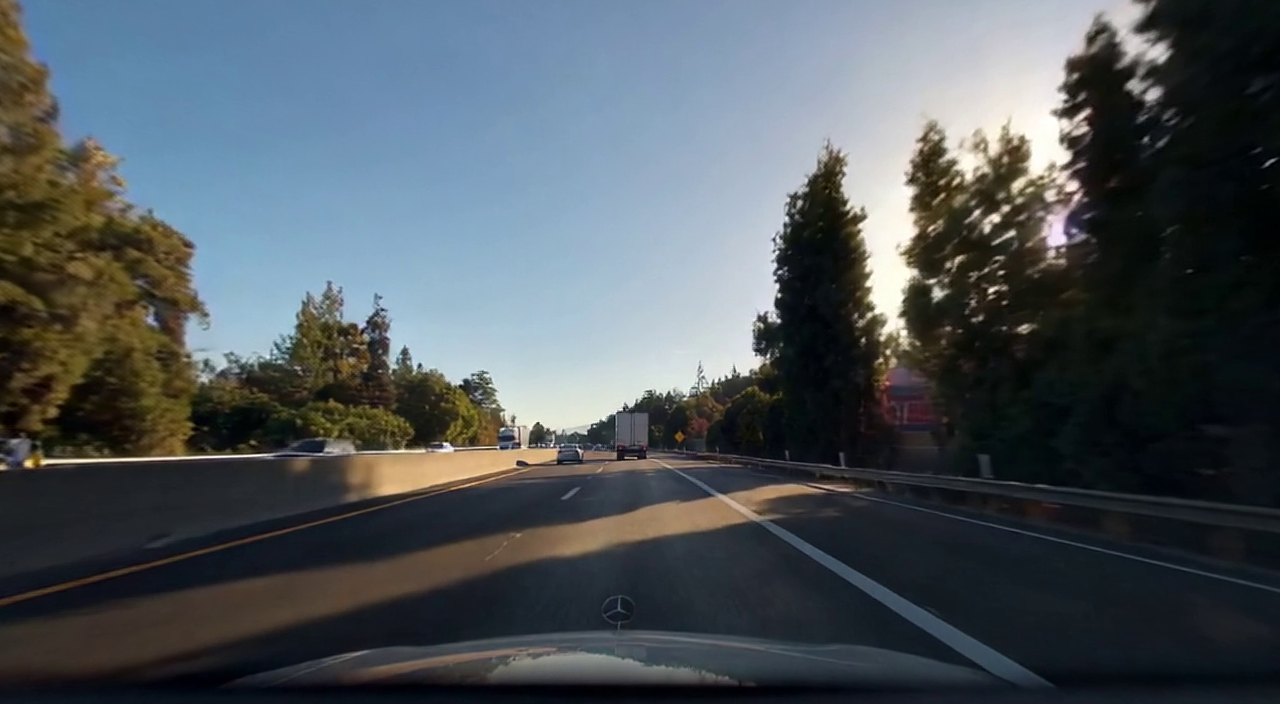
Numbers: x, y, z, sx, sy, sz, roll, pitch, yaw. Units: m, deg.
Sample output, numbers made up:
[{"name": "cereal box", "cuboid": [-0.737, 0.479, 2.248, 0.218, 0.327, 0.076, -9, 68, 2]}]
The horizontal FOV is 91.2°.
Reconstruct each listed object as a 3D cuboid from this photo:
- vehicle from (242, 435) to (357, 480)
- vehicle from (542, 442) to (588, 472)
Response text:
[{"name": "vehicle", "cuboid": [-12.828, 4.003, 23.970, 1.966, 1.518, 4.276, 0, -9, 0]}, {"name": "vehicle", "cuboid": [-4.149, 5.880, 35.240, 2.057, 1.519, 4.372, 0, -9, 0]}]
